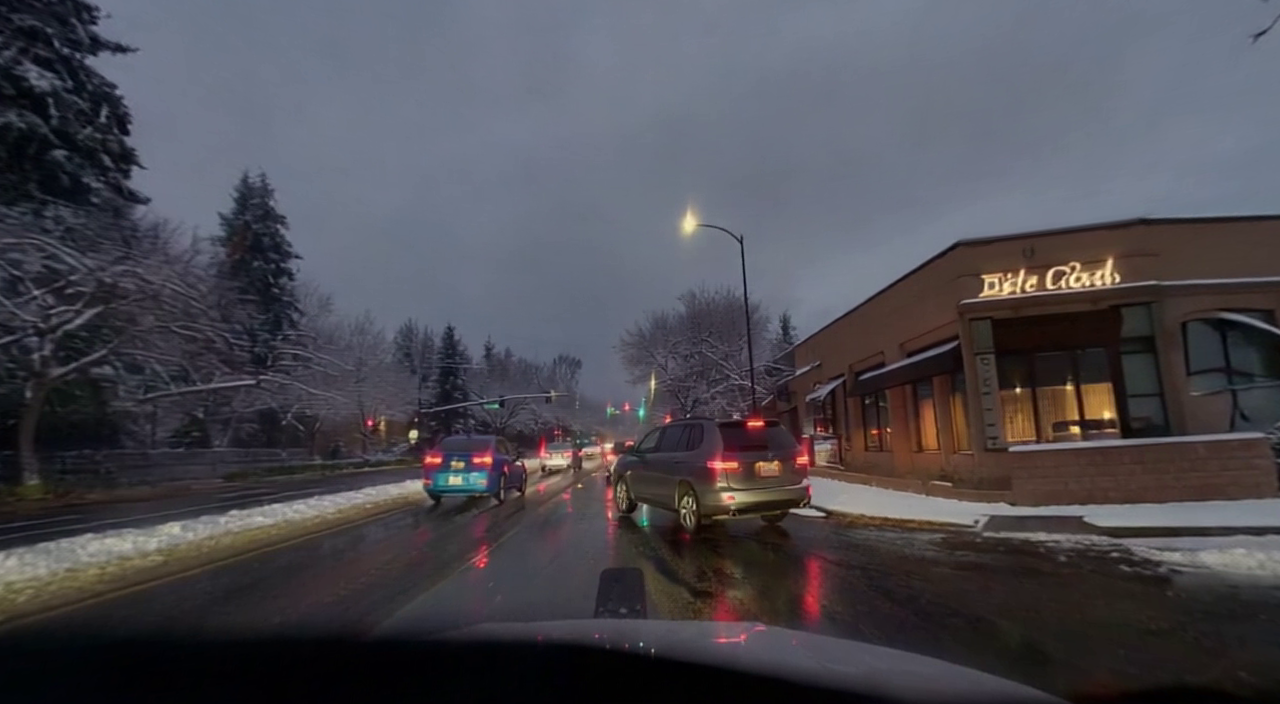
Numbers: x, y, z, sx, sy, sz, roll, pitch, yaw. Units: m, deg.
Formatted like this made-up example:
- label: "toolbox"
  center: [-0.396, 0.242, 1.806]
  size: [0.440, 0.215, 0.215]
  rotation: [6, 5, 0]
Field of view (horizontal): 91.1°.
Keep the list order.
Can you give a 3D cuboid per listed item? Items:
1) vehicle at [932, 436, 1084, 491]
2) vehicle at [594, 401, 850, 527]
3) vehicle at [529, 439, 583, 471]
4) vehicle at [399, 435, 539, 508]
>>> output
- label: "vehicle"
  center: [12.274, 3.719, 21.123]
  size: [3.871, 1.525, 1.835]
  rotation: [-3, -9, 0]
- label: "vehicle"
  center: [1.384, 2.096, 12.234]
  size: [2.052, 1.955, 4.642]
  rotation: [8, -12, -43]
- label: "vehicle"
  center: [-4.092, 5.106, 31.318]
  size: [2.042, 1.470, 4.123]
  rotation: [0, -8, 1]
- label: "vehicle"
  center: [-3.862, 2.778, 15.075]
  size: [2.026, 1.466, 4.282]
  rotation: [0, -8, 2]
